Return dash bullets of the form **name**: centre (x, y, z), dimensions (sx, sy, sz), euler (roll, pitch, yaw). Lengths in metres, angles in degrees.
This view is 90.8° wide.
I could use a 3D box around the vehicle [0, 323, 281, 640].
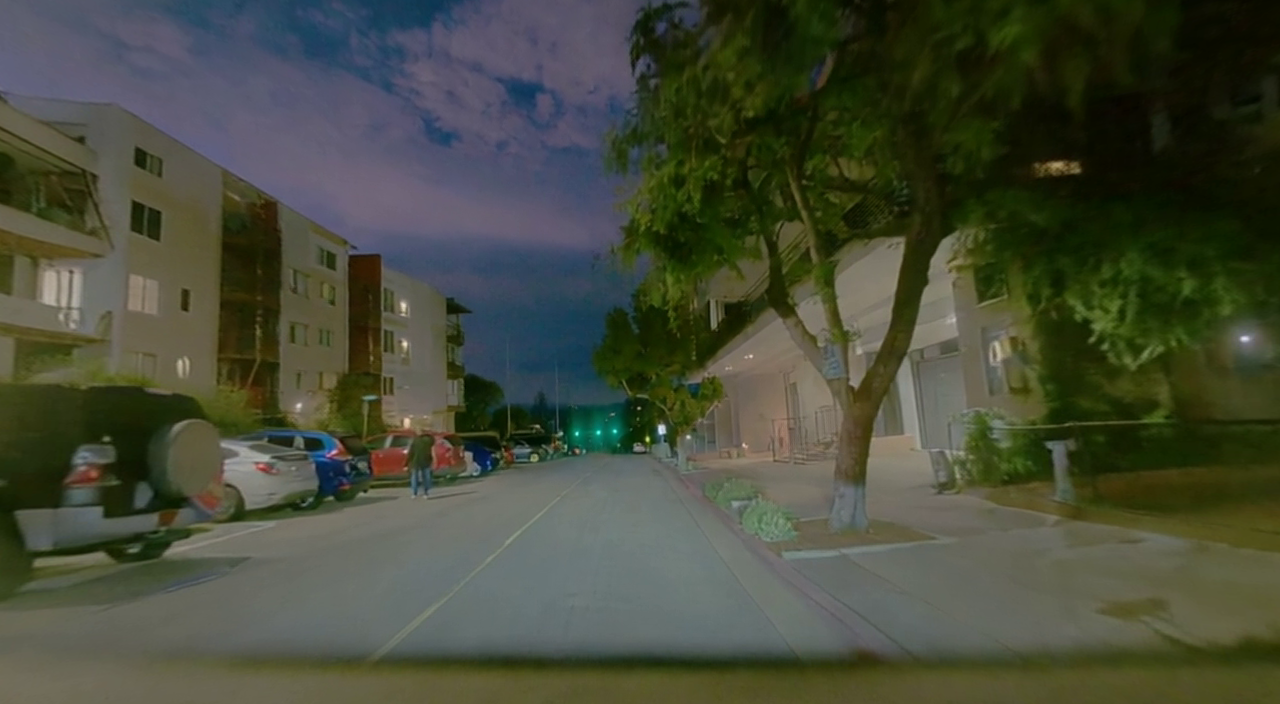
- **vehicle**: centre (-7.117, 1.155, 6.152), dimensions (5.592, 2.439, 2.515), euler (0, -9, -1)
